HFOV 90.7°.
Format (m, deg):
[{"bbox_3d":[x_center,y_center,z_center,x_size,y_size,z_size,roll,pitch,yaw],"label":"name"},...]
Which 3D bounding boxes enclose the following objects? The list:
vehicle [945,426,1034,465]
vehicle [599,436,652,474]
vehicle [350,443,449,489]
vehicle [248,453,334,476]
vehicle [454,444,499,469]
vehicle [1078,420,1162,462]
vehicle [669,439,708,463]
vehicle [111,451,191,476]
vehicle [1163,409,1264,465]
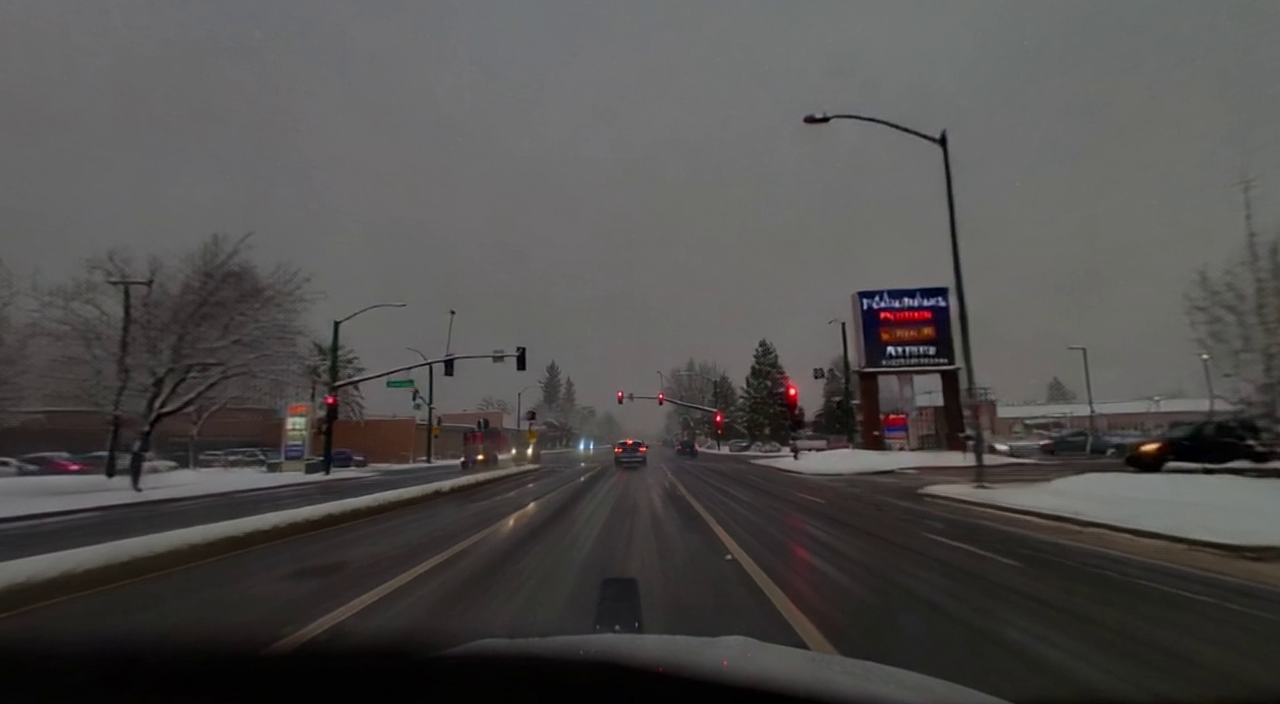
[{"bbox_3d":[14.780,3.935,26.672,1.985,1.479,4.580,-9,-12,44],"label":"vehicle"},{"bbox_3d":[-0.617,4.538,28.107,2.160,1.508,4.319,0,-8,-1],"label":"vehicle"},{"bbox_3d":[-8.605,4.076,23.062,1.894,1.486,4.359,0,-8,0],"label":"vehicle"},{"bbox_3d":[-23.961,7.737,43.592,4.788,1.464,1.927,-1,-8,2],"label":"vehicle"},{"bbox_3d":[-11.866,7.571,46.173,2.039,1.630,4.878,1,-8,-1],"label":"vehicle"},{"bbox_3d":[20.294,3.732,26.671,4.432,1.556,2.012,5,-11,-44],"label":"vehicle"},{"bbox_3d":[3.088,6.383,40.980,2.060,1.471,4.168,0,-8,-2],"label":"vehicle"},{"bbox_3d":[-36.250,8.265,46.999,4.295,1.695,1.931,0,-8,0],"label":"vehicle"},{"bbox_3d":[20.285,3.012,22.309,4.775,1.752,1.971,7,-11,-41],"label":"vehicle"}]
